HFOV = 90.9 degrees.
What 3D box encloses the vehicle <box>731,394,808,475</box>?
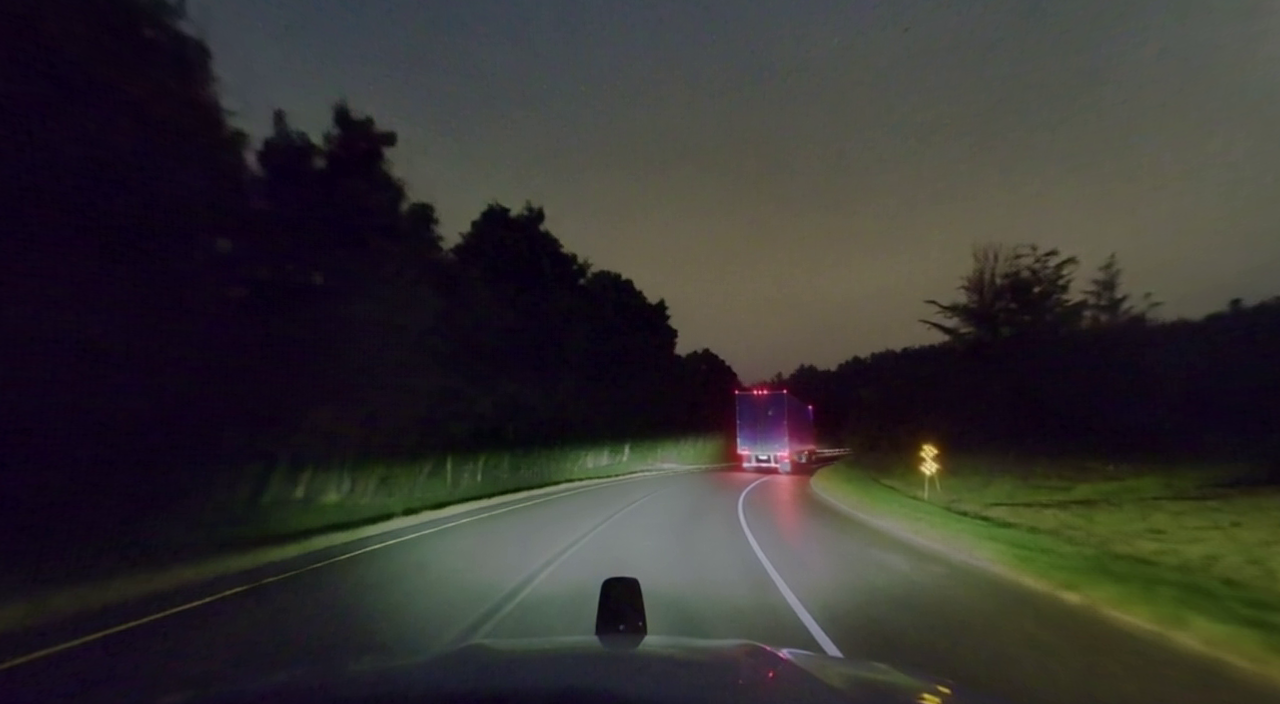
[{"bbox_3d":[8.496,5.322,39.661,3.087,4.178,13.682,-3,-9,18],"label":"vehicle"}]
